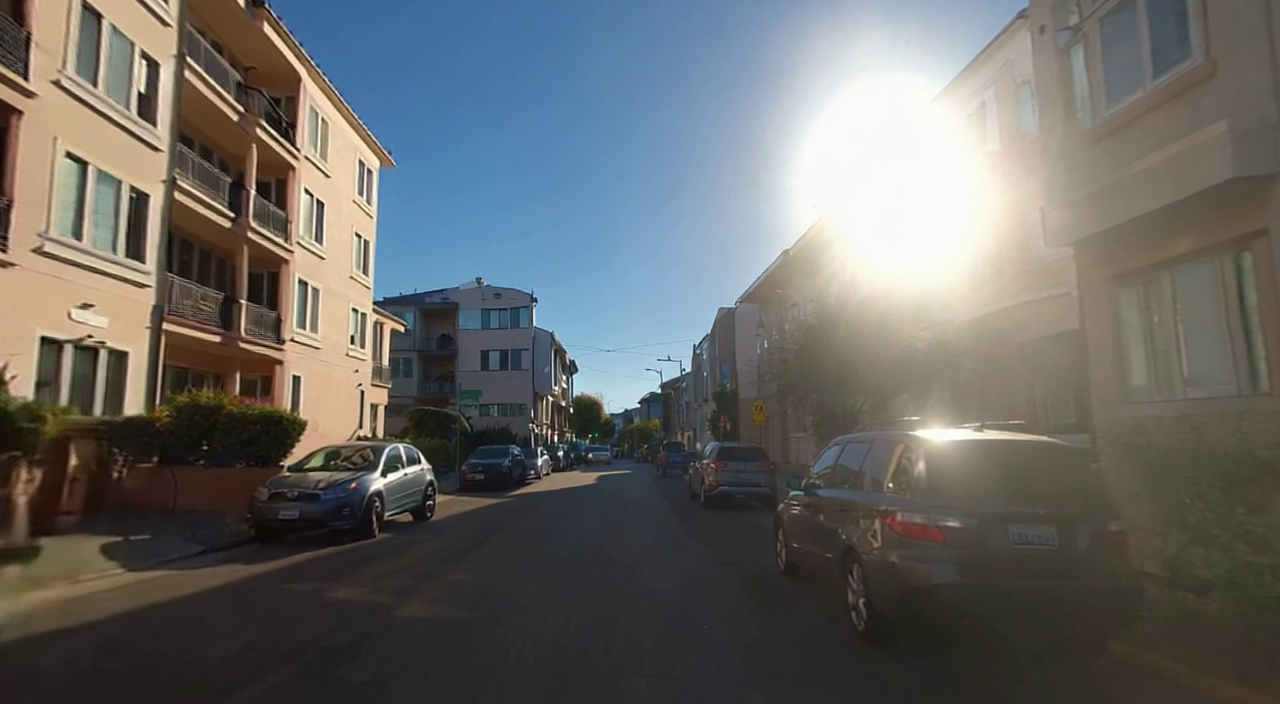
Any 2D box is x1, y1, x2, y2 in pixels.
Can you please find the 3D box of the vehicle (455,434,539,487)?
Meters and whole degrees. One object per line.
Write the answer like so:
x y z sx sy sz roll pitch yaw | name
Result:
-4.847 3.750 21.916 1.942 1.521 3.761 5 -9 0 | vehicle

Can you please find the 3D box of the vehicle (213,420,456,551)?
-4.537 2.068 10.280 1.883 1.499 4.426 6 -10 -3 | vehicle

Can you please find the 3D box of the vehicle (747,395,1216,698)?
2.253 1.354 5.555 1.839 1.678 3.918 0 -8 -1 | vehicle

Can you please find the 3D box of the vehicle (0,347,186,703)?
-2.588 0.609 0.482 1.845 1.544 3.388 0 -8 2 | vehicle

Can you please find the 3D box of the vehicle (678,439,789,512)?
2.008 2.779 14.807 1.786 1.447 4.314 0 -8 -2 | vehicle

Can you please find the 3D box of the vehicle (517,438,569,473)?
-4.789 5.214 31.754 1.872 1.484 3.978 5 -9 1 | vehicle
